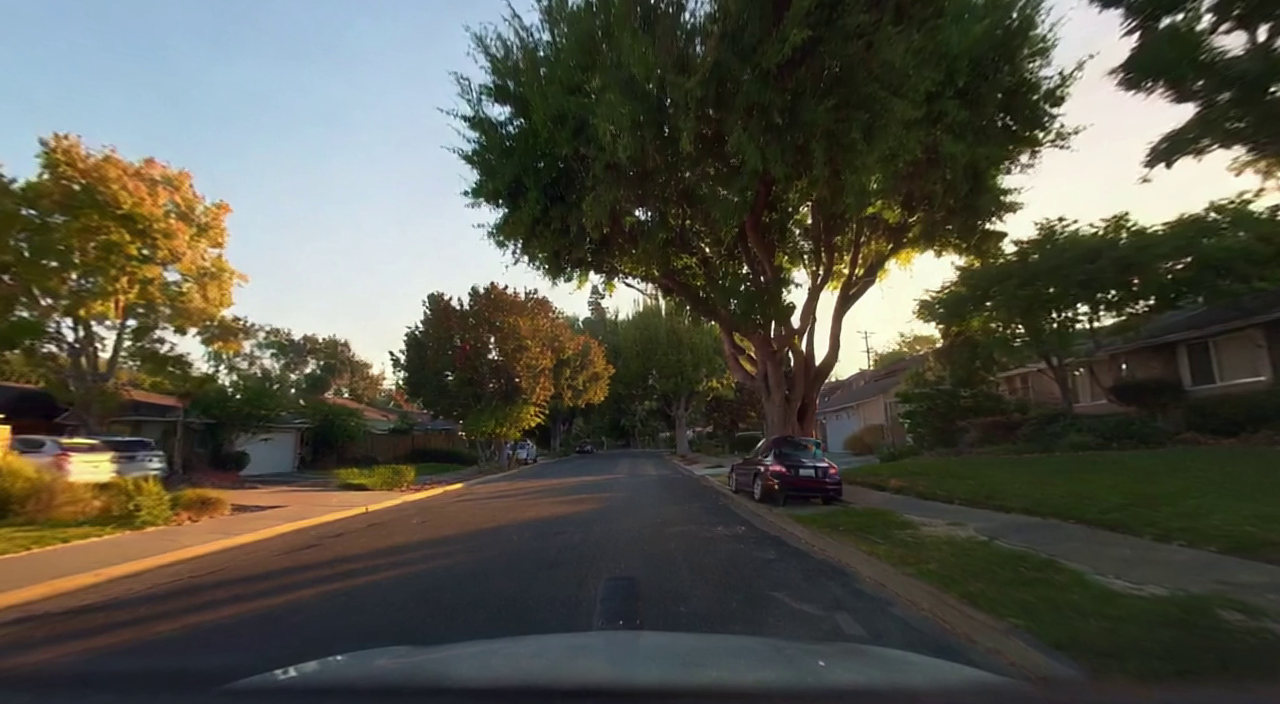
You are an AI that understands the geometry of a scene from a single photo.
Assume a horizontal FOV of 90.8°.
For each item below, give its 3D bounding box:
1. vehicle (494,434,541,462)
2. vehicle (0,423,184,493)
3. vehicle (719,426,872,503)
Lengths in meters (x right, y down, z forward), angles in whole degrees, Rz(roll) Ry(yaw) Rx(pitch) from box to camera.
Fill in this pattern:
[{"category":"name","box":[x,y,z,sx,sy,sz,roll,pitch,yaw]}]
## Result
[{"category":"vehicle","box":[-8.671,6.903,45.187,2.352,1.843,4.979,-1,-10,0]},{"category":"vehicle","box":[-16.031,3.038,18.371,2.017,1.746,4.718,0,-8,0]},{"category":"vehicle","box":[3.497,2.674,15.496,2.291,1.546,5.204,0,-8,-1]}]
